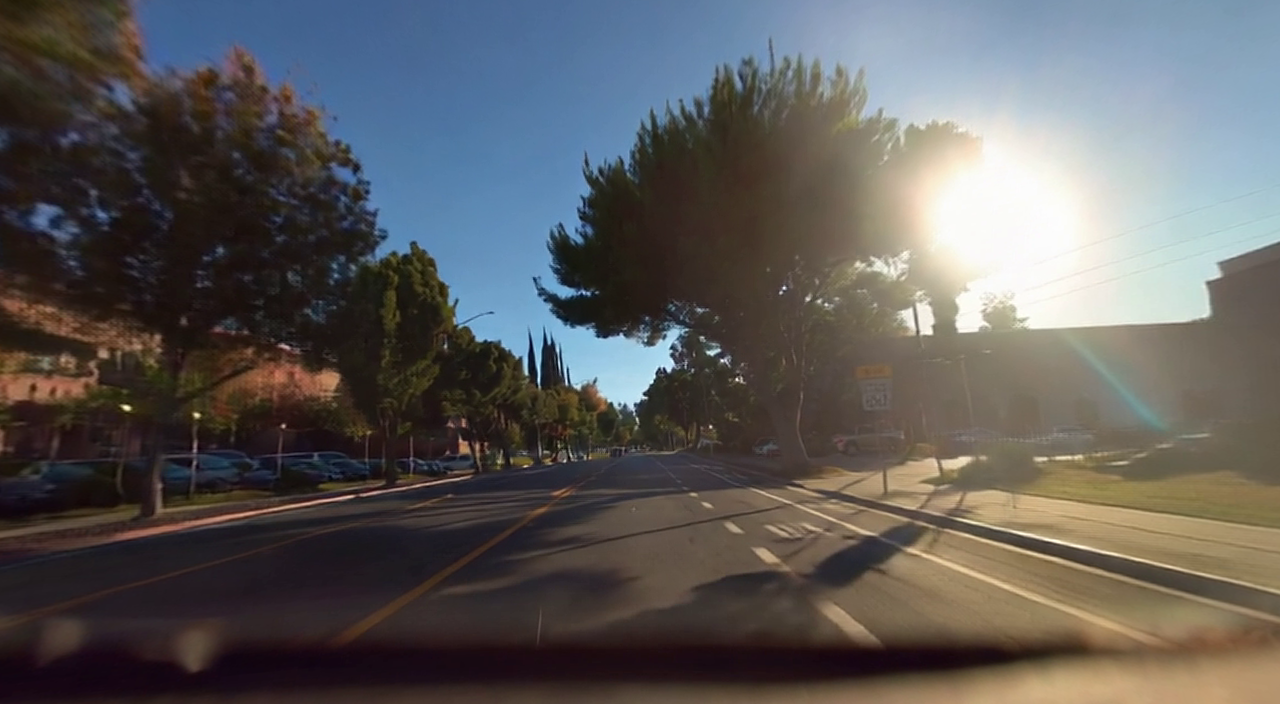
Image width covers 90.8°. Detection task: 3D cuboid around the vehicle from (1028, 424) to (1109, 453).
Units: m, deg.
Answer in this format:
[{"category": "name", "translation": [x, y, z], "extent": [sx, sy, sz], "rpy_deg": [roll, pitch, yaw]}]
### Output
[{"category": "vehicle", "translation": [23.185, 4.681, 34.137], "extent": [4.694, 1.496, 1.845], "rpy_deg": [5, -10, -33]}]

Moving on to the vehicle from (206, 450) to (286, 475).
[{"category": "vehicle", "translation": [-27.243, 7.660, 43.812], "extent": [4.272, 1.613, 1.855], "rpy_deg": [2, -8, -14]}]

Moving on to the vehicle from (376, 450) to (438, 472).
[{"category": "vehicle", "translation": [-17.337, 8.099, 46.971], "extent": [4.708, 1.472, 1.994], "rpy_deg": [-6, -10, 36]}]

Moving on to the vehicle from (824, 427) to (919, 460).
[{"category": "vehicle", "translation": [12.802, 5.046, 34.958], "extent": [4.632, 1.701, 1.975], "rpy_deg": [-4, -9, 26]}]

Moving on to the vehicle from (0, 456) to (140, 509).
[{"category": "vehicle", "translation": [-18.870, 4.230, 20.887], "extent": [4.295, 1.486, 1.881], "rpy_deg": [-4, -9, 27]}]
